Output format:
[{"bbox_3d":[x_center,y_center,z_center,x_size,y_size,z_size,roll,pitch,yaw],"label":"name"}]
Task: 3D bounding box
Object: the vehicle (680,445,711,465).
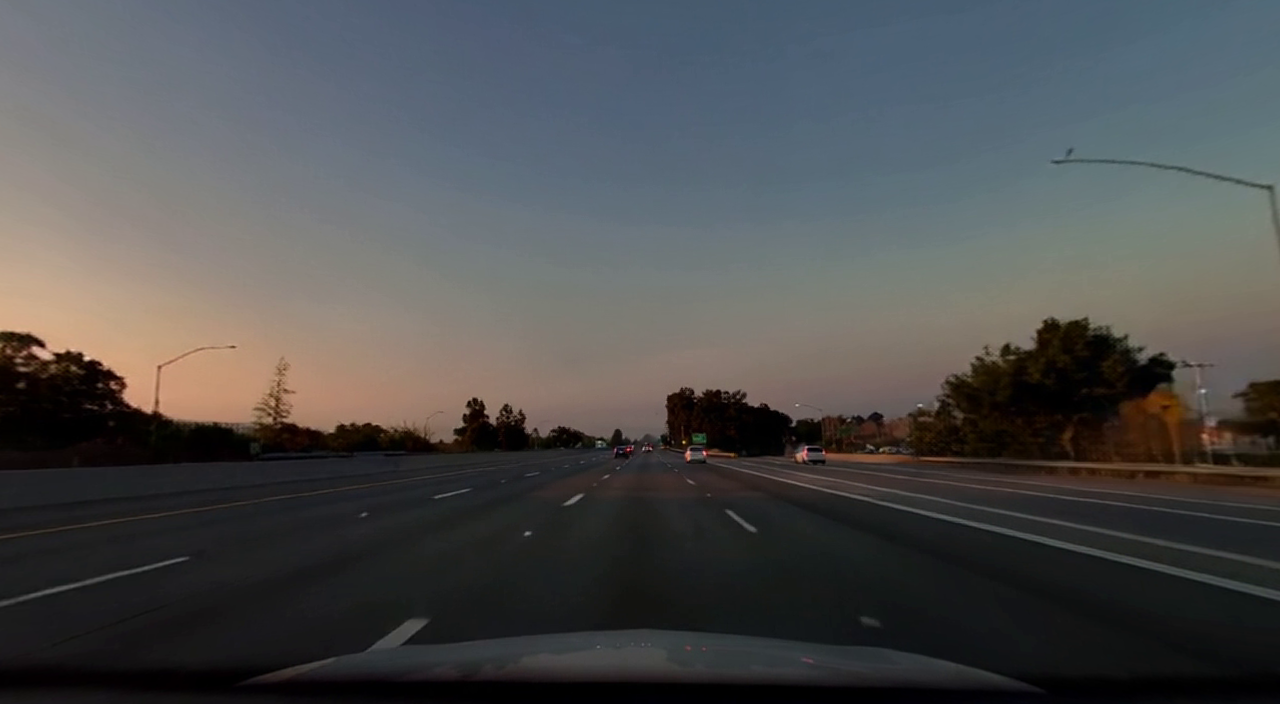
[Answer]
[{"bbox_3d":[4.166,7.790,47.888,1.912,1.478,4.125,0,-8,0],"label":"vehicle"}]
